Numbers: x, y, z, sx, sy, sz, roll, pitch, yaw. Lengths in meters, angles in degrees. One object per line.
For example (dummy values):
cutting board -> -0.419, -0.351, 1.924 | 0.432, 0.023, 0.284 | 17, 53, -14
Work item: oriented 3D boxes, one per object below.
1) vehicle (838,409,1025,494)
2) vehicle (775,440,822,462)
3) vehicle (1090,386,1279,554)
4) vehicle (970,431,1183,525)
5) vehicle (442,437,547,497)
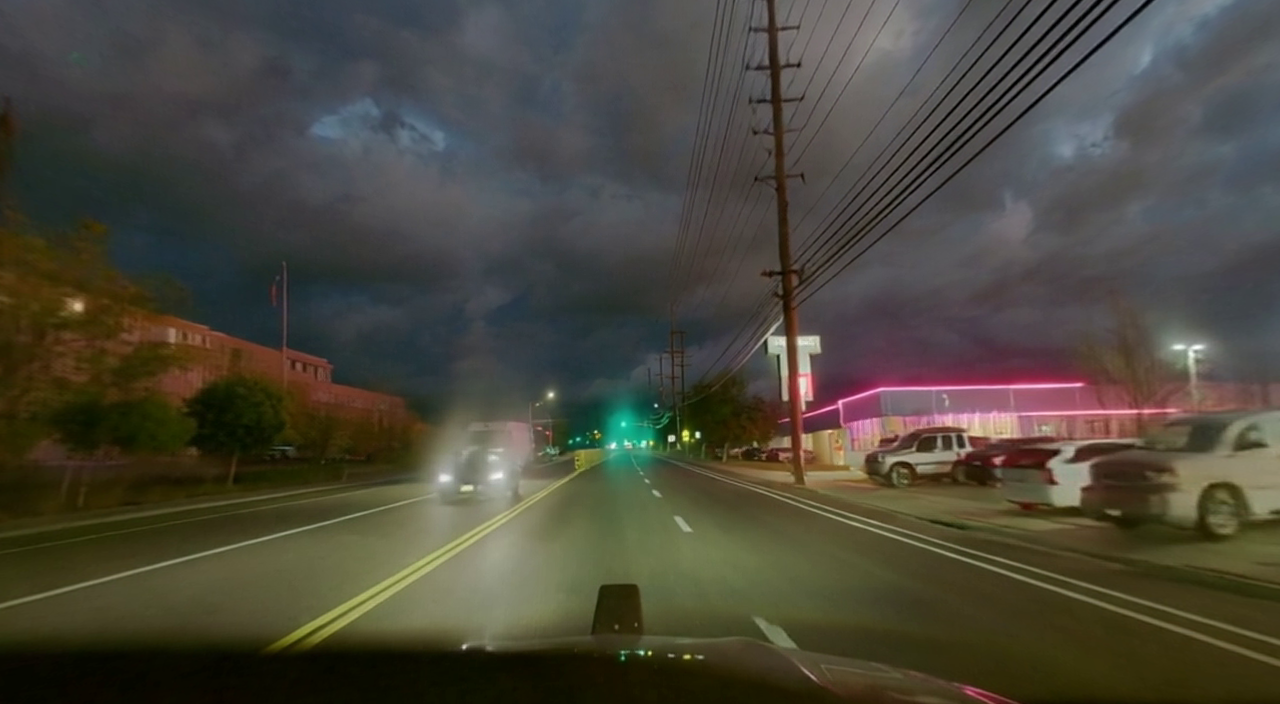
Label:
vehicle -> 9.484, 3.135, 20.204 | 6.532, 2.291, 2.575 | 6, -10, -37
vehicle -> 11.679, 7.298, 46.656 | 2.143, 1.518, 4.893 | 0, -8, -1
vehicle -> 9.662, 1.751, 9.888 | 5.414, 2.035, 2.476 | 6, -10, -36
vehicle -> 9.177, 2.504, 13.149 | 4.480, 1.616, 2.180 | 6, -10, -36
vehicle -> -4.180, 3.368, 18.852 | 1.998, 1.562, 4.433 | 0, -8, 1
